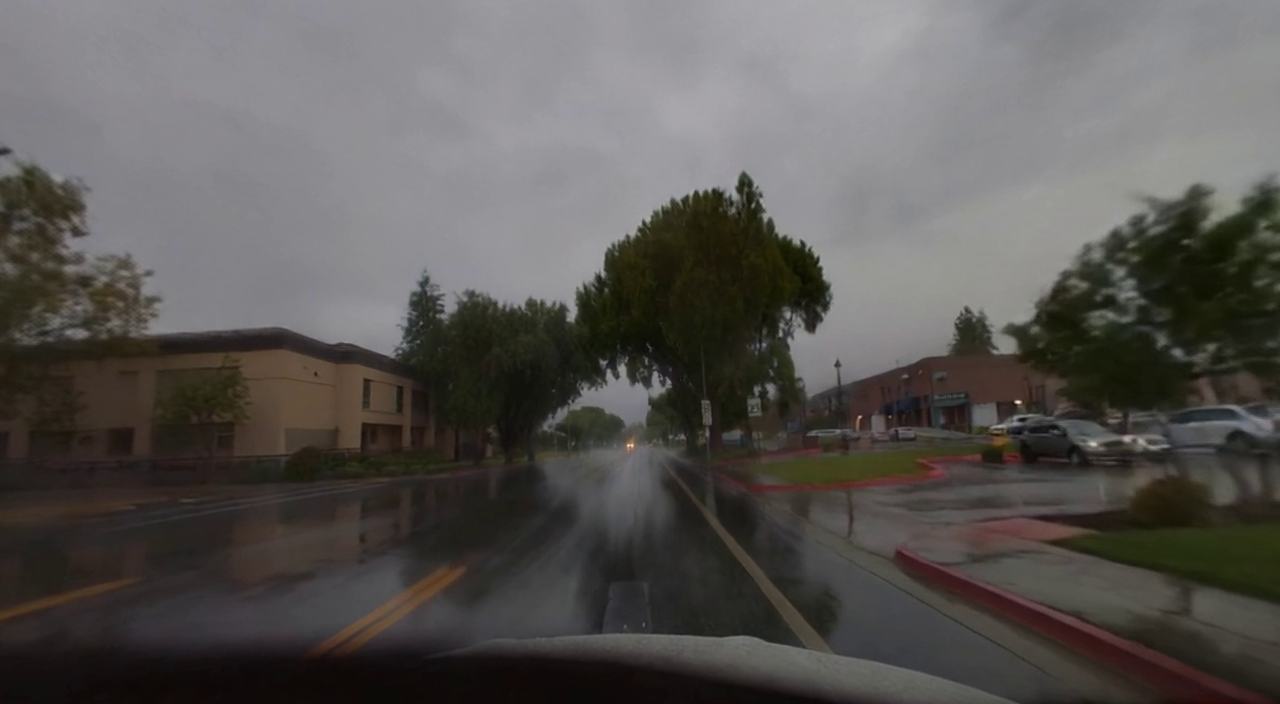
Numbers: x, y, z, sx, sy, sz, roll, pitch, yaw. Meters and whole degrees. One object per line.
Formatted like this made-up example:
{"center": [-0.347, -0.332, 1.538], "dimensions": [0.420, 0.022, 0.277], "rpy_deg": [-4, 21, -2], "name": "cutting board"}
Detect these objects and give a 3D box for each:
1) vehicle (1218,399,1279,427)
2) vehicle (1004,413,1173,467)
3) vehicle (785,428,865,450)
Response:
{"center": [40.601, 3.972, 40.744], "dimensions": [1.932, 1.631, 4.750], "rpy_deg": [0, -8, 0], "name": "vehicle"}
{"center": [13.723, 2.762, 19.713], "dimensions": [1.927, 1.464, 4.644], "rpy_deg": [0, -8, 1], "name": "vehicle"}
{"center": [12.723, 6.012, 43.602], "dimensions": [4.955, 1.489, 2.002], "rpy_deg": [0, -8, 2], "name": "vehicle"}
